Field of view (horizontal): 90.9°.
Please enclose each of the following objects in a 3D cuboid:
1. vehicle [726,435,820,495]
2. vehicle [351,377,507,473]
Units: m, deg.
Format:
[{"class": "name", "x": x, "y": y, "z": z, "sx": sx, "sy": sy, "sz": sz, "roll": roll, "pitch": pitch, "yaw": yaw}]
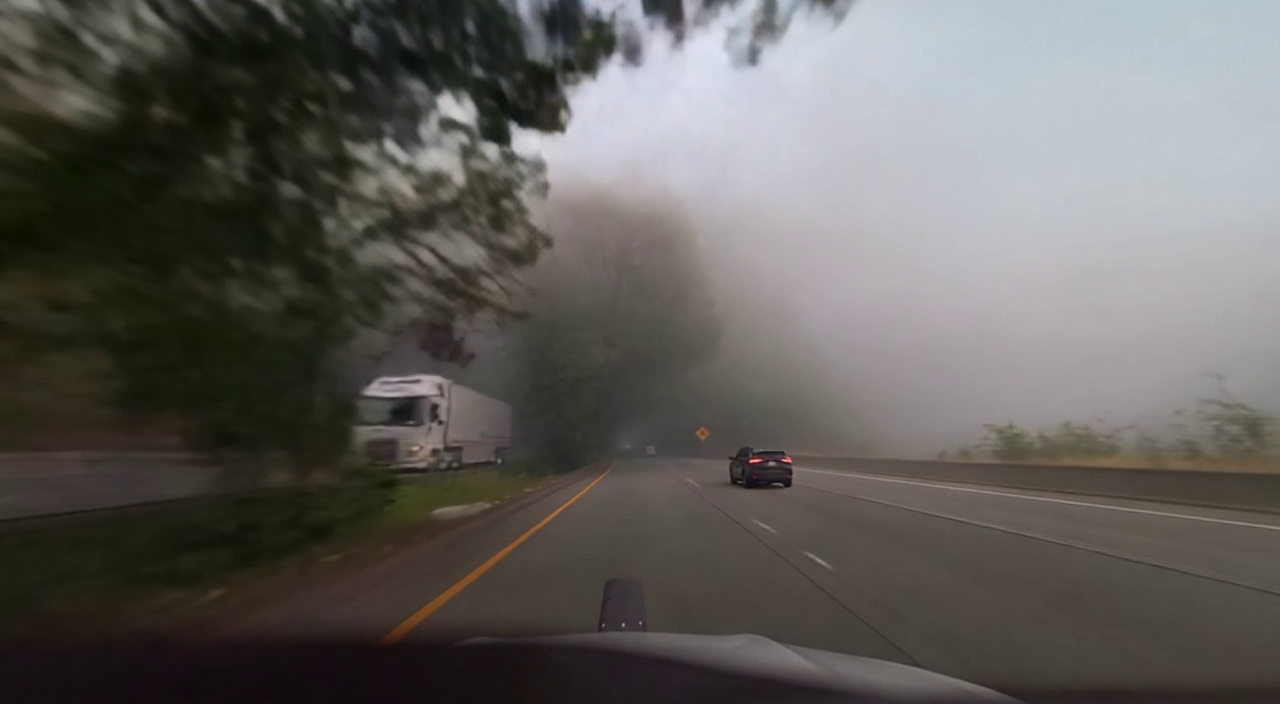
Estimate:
[{"class": "vehicle", "x": 4.084, "y": 3.561, "z": 20.175, "sx": 1.933, "sy": 1.663, "sz": 4.440, "roll": 0, "pitch": -9, "yaw": -1}, {"class": "vehicle", "x": -9.409, "y": 3.774, "z": 30.616, "sx": 3.048, "sy": 3.633, "sz": 13.591, "roll": 0, "pitch": -9, "yaw": -1}]
